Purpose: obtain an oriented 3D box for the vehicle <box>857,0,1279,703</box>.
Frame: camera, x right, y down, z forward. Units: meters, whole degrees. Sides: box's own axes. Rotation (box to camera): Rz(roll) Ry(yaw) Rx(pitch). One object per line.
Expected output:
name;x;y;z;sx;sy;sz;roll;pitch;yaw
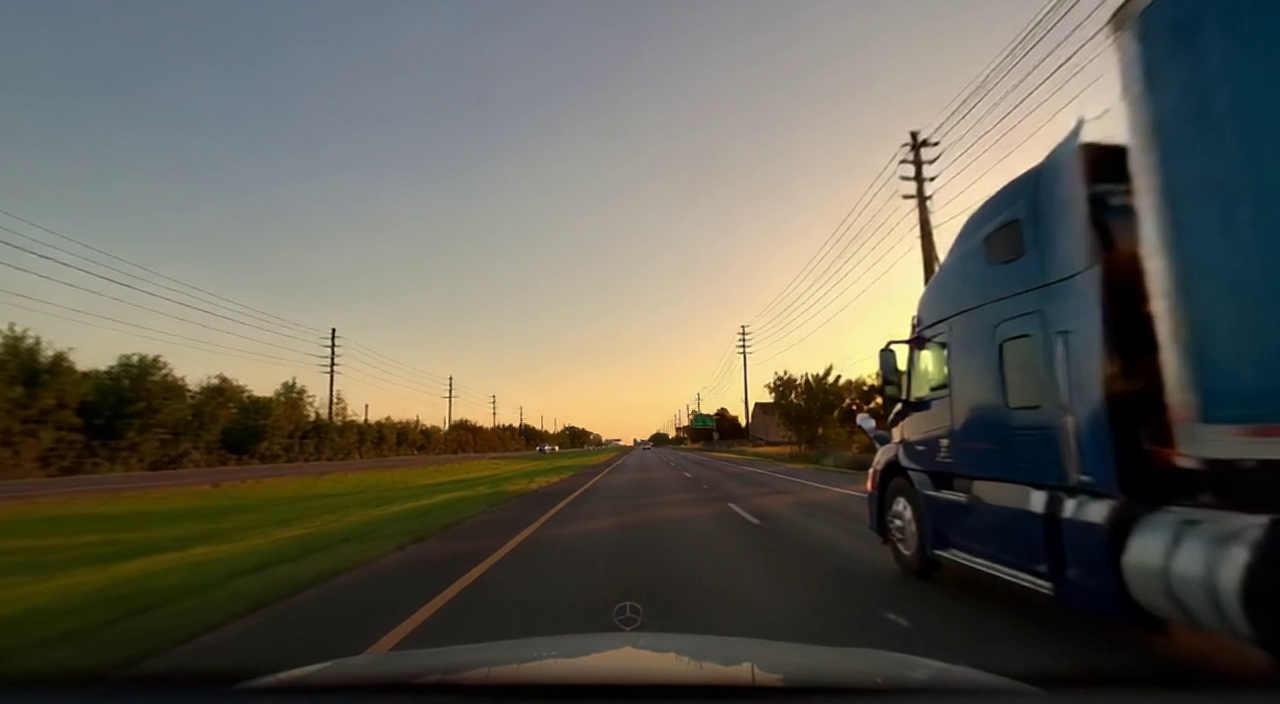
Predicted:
vehicle;3.955;-0.116;2.510;3.031;3.879;8.478;0;-8;0
